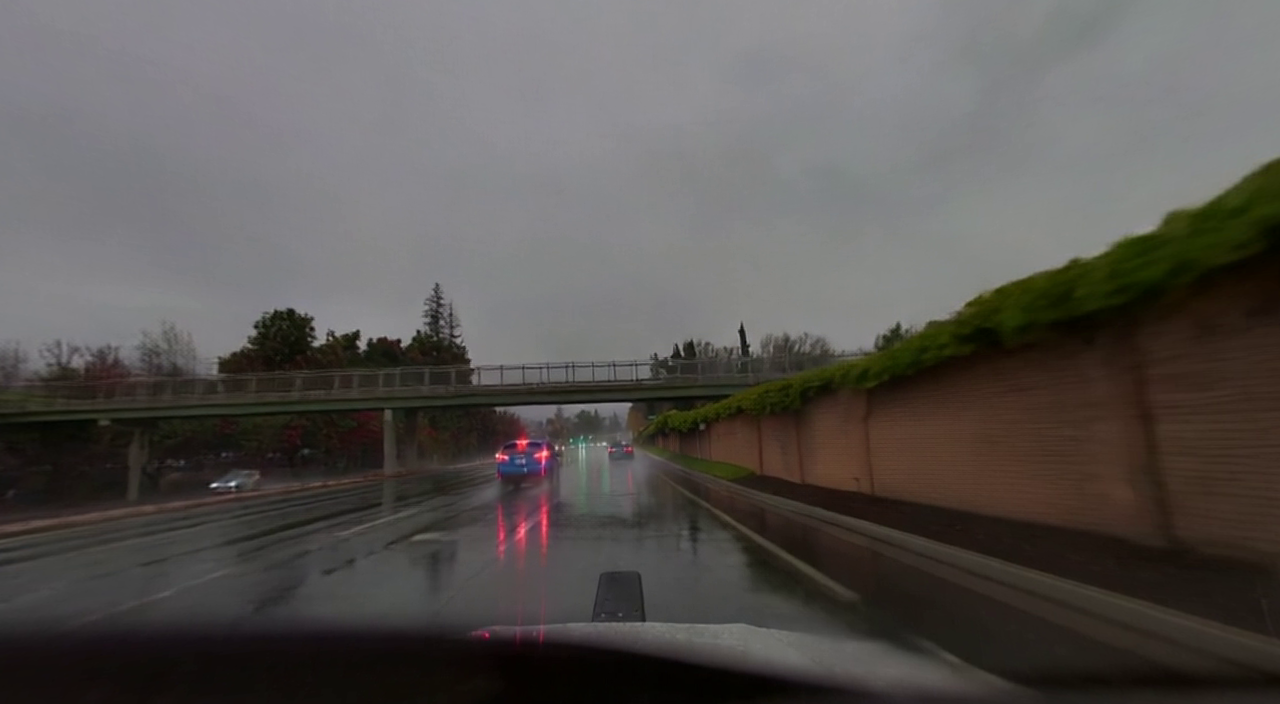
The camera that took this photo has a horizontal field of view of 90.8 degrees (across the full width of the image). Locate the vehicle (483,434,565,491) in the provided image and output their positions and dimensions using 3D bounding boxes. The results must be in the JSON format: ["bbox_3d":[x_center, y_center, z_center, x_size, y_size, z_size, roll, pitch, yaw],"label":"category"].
[{"bbox_3d":[-3.957,3.852,22.406,2.223,1.771,4.581,0,-9,-3],"label":"vehicle"}]

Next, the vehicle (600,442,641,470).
[{"bbox_3d":[-1.210,6.010,36.676,2.205,1.509,4.272,0,-9,-4],"label":"vehicle"}]

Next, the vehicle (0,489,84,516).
[{"bbox_3d":[-42.811,10.615,44.540,5.045,1.667,2.174,0,-8,0],"label":"vehicle"}]

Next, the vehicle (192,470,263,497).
[{"bbox_3d":[-26.554,8.432,40.845,1.803,1.477,4.187,0,-9,-2],"label":"vehicle"}]
